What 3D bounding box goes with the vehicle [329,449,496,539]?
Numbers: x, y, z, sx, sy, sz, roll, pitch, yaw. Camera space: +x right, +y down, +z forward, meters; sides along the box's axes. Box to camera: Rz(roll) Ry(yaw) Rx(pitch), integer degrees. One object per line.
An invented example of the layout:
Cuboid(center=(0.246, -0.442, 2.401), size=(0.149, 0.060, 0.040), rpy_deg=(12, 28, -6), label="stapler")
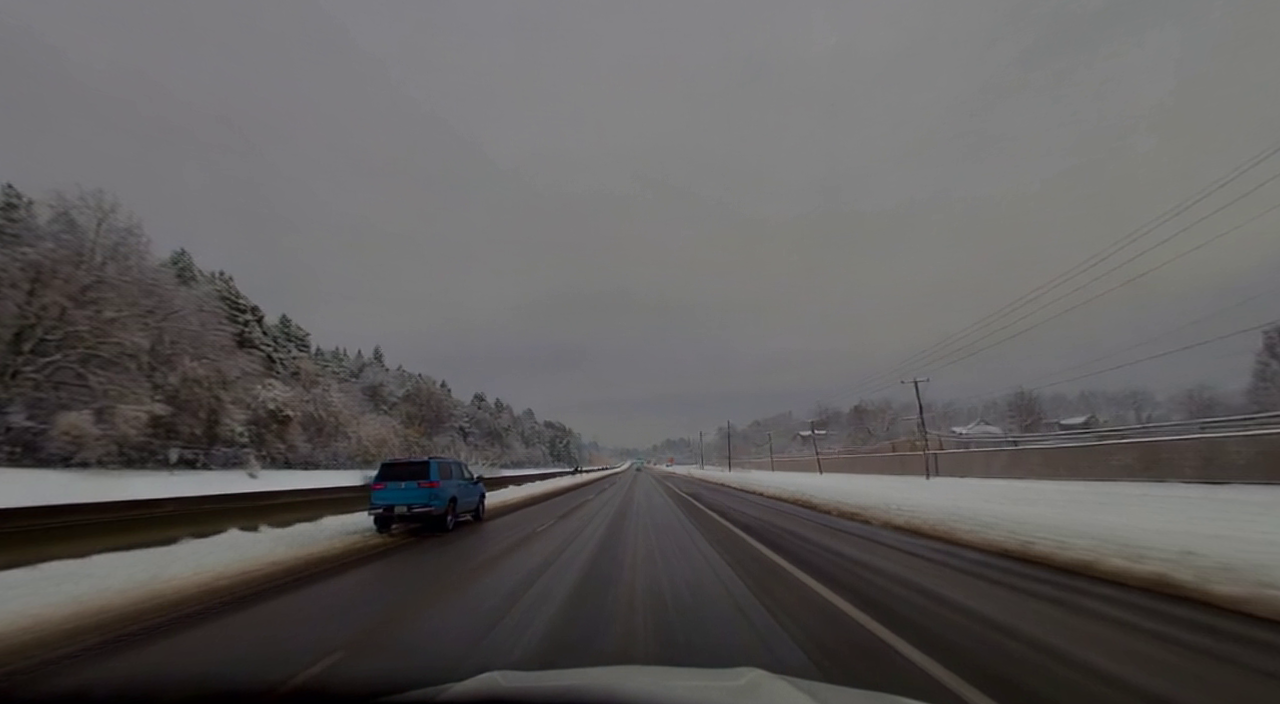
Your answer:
Cuboid(center=(-4.436, 2.855, 13.049), size=(1.914, 1.534, 4.015), rpy_deg=(1, -10, 0), label="vehicle")
